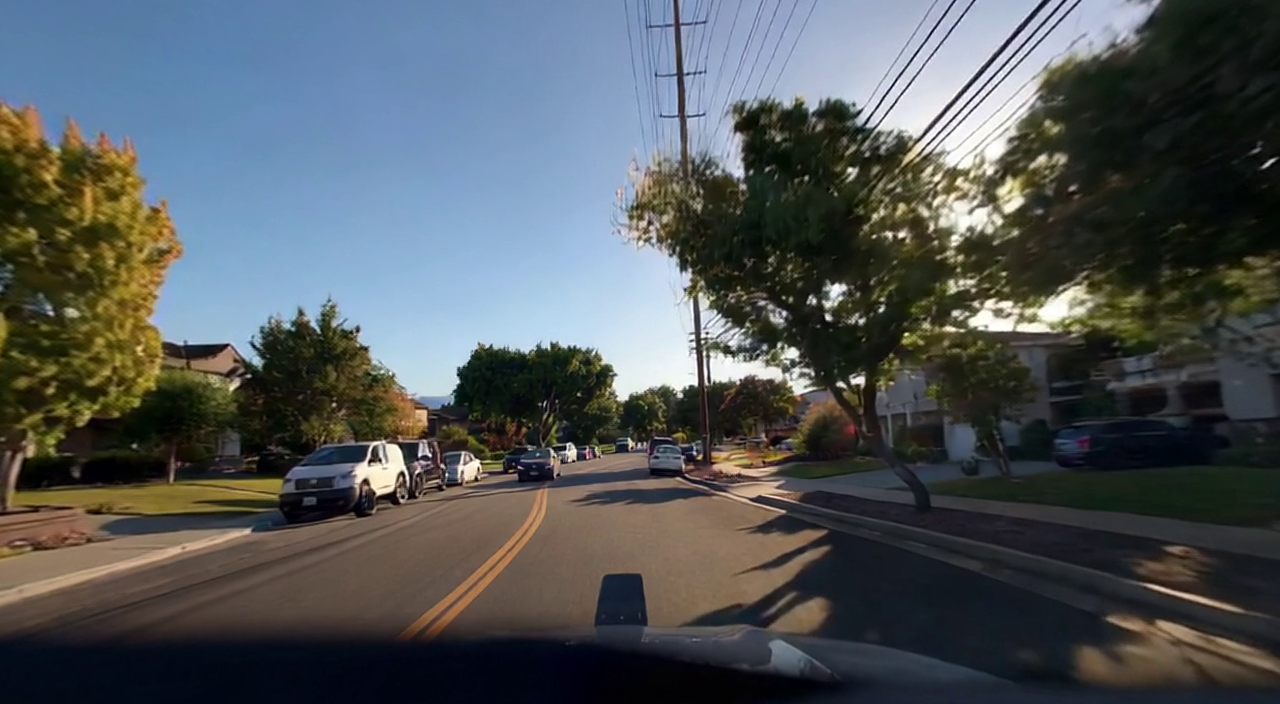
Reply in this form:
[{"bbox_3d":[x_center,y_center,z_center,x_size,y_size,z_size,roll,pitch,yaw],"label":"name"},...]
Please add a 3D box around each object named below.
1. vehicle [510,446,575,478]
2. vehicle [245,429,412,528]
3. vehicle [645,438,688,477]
[{"bbox_3d":[-4.767,5.455,31.750,2.448,1.475,4.568,0,-8,1],"label":"vehicle"},{"bbox_3d":[-7.812,3.186,16.653,2.312,2.032,5.585,-1,-9,-9],"label":"vehicle"},{"bbox_3d":[1.351,5.374,32.509,2.032,1.810,5.047,-1,-8,2],"label":"vehicle"}]
